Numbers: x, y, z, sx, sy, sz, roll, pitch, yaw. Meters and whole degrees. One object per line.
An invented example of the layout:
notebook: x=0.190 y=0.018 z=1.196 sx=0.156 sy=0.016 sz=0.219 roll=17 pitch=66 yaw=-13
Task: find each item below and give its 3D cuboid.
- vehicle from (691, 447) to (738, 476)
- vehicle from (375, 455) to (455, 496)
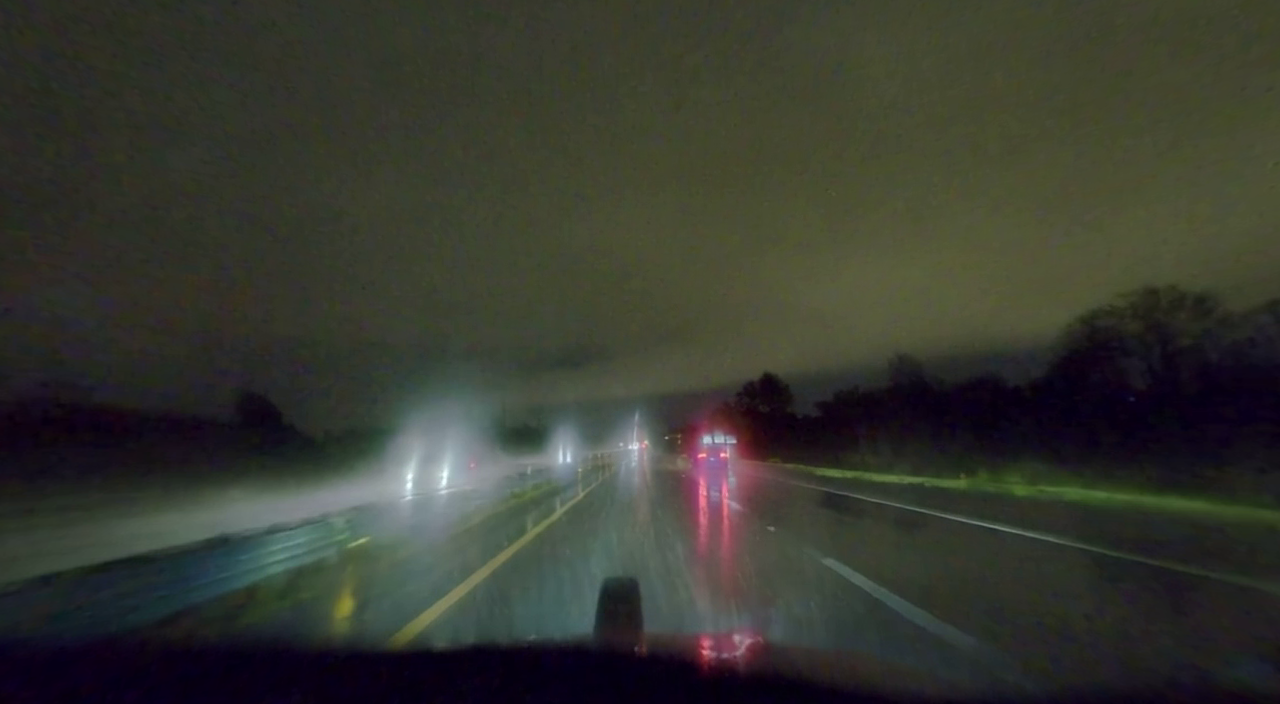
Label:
vehicle: x=4.013 y=5.945 z=34.342 sx=1.981 sy=1.440 sz=4.125 roll=0 pitch=-9 yaw=-1
vehicle: x=-9.585 y=5.253 z=27.073 sx=1.860 sy=1.551 sz=4.442 roll=0 pitch=-9 yaw=-1
